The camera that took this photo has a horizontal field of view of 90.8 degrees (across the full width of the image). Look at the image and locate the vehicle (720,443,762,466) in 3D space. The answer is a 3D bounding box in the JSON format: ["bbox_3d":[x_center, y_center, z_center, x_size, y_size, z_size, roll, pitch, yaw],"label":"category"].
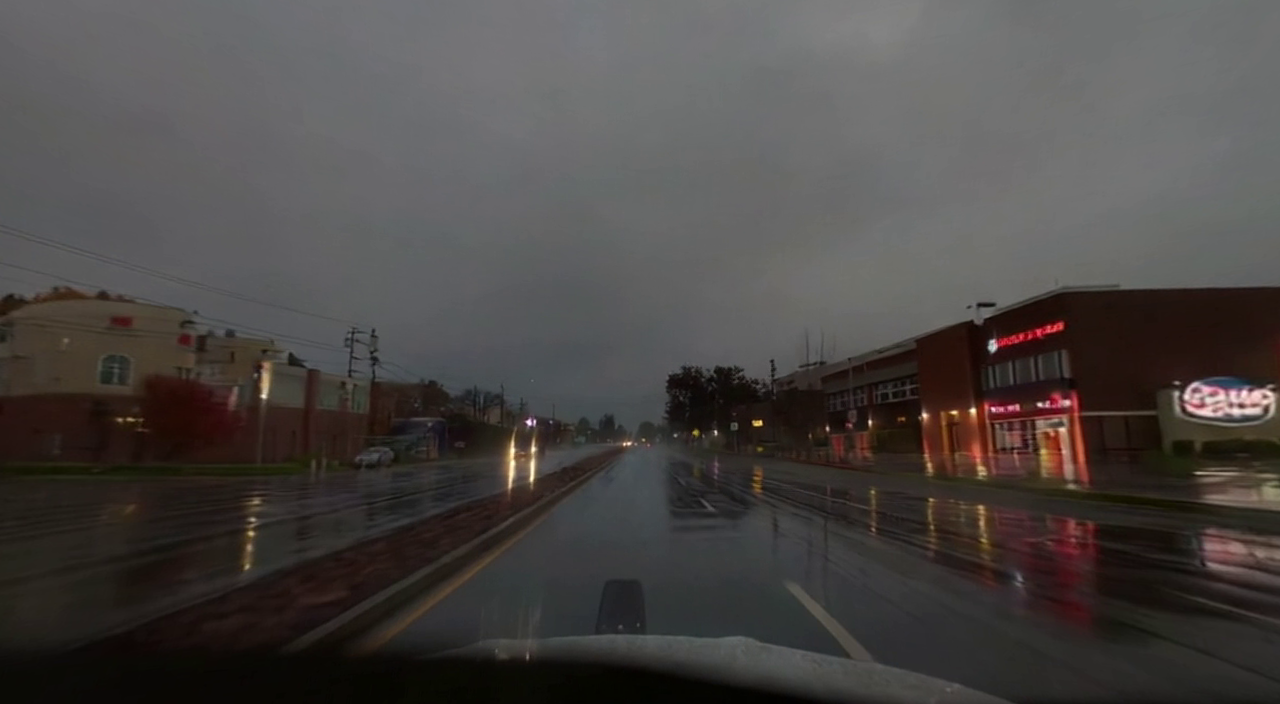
[{"bbox_3d":[6.598,6.737,41.724,1.916,1.437,4.327,0,-9,-2],"label":"vehicle"}]

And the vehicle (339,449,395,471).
[{"bbox_3d":[-19.044,7.566,44.357,1.950,1.464,4.414,0,-9,0],"label":"vehicle"}]
